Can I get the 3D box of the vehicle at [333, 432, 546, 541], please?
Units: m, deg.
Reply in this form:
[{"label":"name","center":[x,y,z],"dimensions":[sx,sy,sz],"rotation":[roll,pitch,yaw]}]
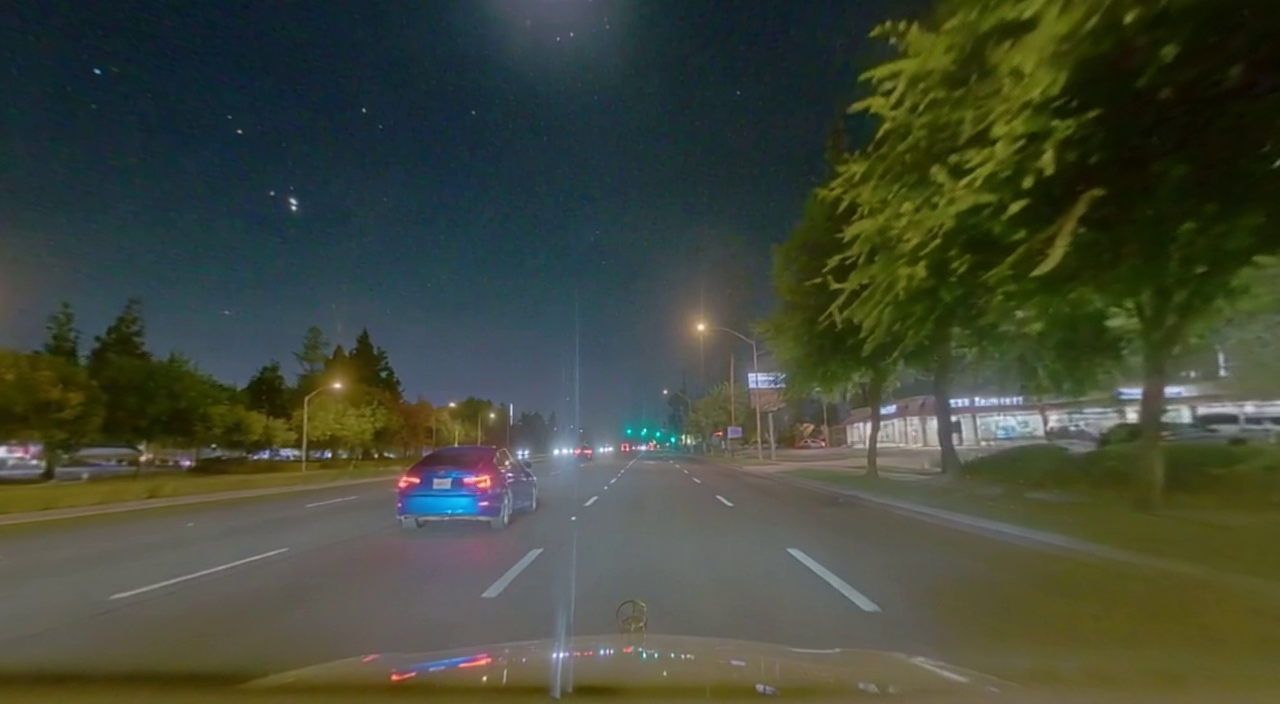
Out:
[{"label":"vehicle","center":[-3.098,2.180,10.940],"dimensions":[2.152,1.479,4.394],"rotation":[0,-8,2]}]
